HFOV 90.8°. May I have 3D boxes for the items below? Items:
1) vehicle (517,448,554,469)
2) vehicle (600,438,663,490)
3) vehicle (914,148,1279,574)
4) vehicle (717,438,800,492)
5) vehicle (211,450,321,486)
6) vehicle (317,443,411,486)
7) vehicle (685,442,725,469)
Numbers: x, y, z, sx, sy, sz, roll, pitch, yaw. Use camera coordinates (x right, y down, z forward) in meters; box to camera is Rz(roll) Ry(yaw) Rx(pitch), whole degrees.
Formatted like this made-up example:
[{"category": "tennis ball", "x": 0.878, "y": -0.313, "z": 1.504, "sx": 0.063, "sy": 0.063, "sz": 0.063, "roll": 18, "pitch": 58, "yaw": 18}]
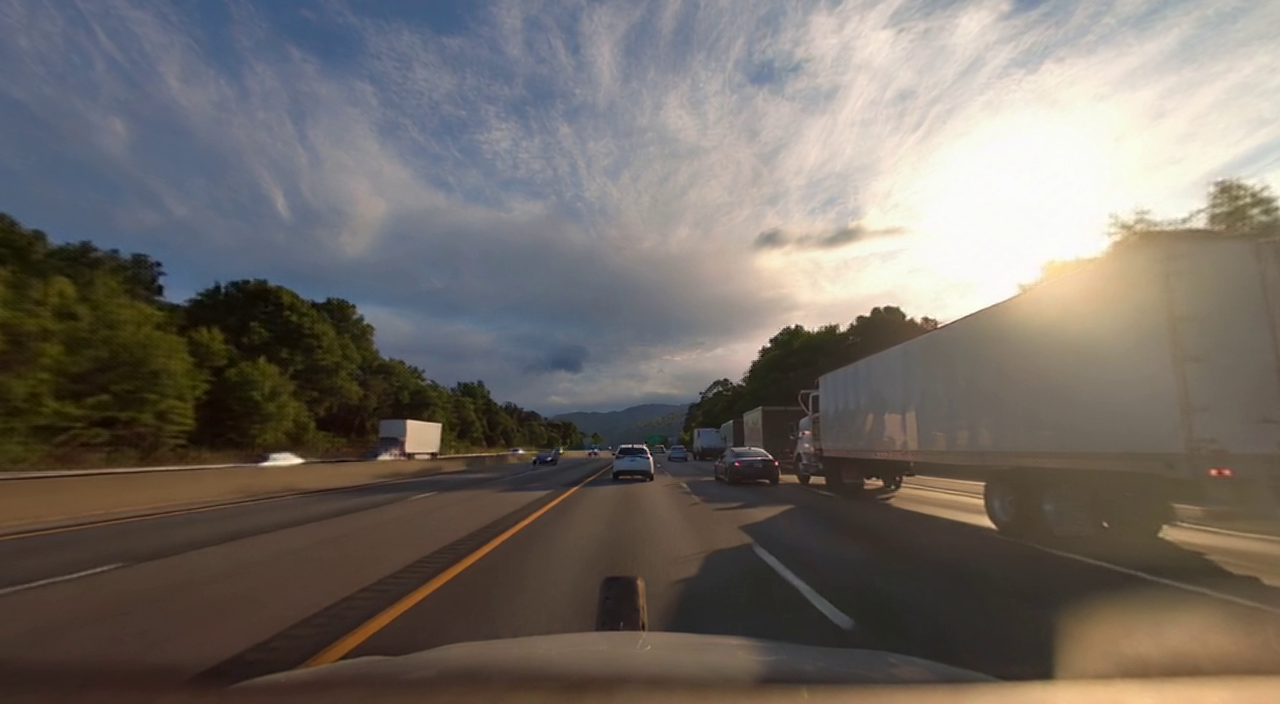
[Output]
[{"category": "vehicle", "x": -7.671, "y": 7.830, "z": 46.610, "sx": 2.002, "sy": 1.433, "sz": 3.694, "roll": -1, "pitch": -9, "yaw": 3}, {"category": "vehicle", "x": -0.262, "y": 3.835, "z": 21.869, "sx": 2.023, "sy": 1.618, "sz": 3.628, "roll": 0, "pitch": -9, "yaw": 0}, {"category": "vehicle", "x": 7.613, "y": 0.665, "z": 9.810, "sx": 2.823, "sy": 4.063, "sz": 8.485, "roll": 0, "pitch": -9, "yaw": 0}, {"category": "vehicle", "x": 3.766, "y": 3.663, "z": 20.744, "sx": 1.920, "sy": 1.594, "sz": 3.867, "roll": 0, "pitch": -9, "yaw": 0}, {"category": "vehicle", "x": -16.362, "y": 5.058, "z": 27.894, "sx": 1.932, "sy": 1.433, "sz": 4.529, "roll": -1, "pitch": -9, "yaw": 2}, {"category": "vehicle", "x": -11.630, "y": 4.767, "z": 26.949, "sx": 2.074, "sy": 1.655, "sz": 4.124, "roll": 0, "pitch": -9, "yaw": 1}, {"category": "vehicle", "x": 4.204, "y": 6.818, "z": 41.597, "sx": 2.150, "sy": 1.632, "sz": 4.260, "roll": 0, "pitch": -9, "yaw": 0}]
